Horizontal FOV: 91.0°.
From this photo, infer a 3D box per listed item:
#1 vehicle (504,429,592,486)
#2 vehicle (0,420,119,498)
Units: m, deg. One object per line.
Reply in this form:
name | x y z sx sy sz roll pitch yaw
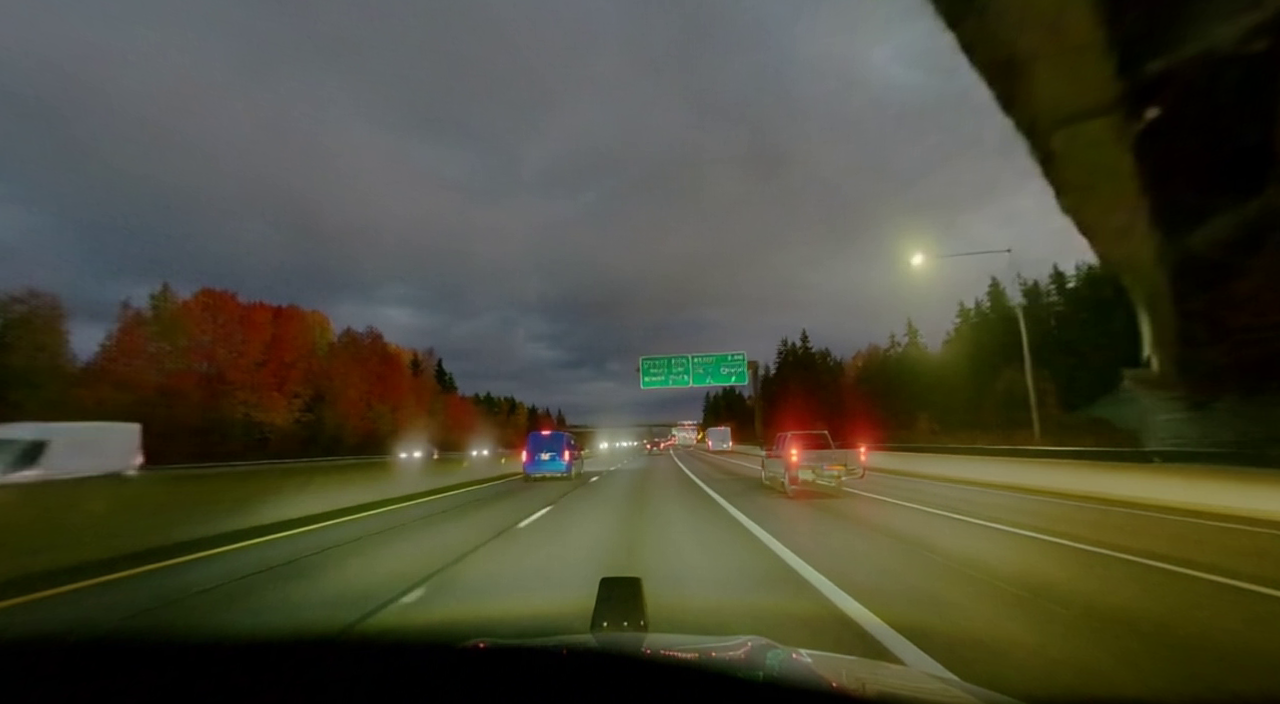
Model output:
vehicle | -2.955 3.511 21.226 2.177 1.707 4.432 -1 -8 2
vehicle | -22.929 3.897 23.098 2.310 2.609 5.912 -1 -8 2
